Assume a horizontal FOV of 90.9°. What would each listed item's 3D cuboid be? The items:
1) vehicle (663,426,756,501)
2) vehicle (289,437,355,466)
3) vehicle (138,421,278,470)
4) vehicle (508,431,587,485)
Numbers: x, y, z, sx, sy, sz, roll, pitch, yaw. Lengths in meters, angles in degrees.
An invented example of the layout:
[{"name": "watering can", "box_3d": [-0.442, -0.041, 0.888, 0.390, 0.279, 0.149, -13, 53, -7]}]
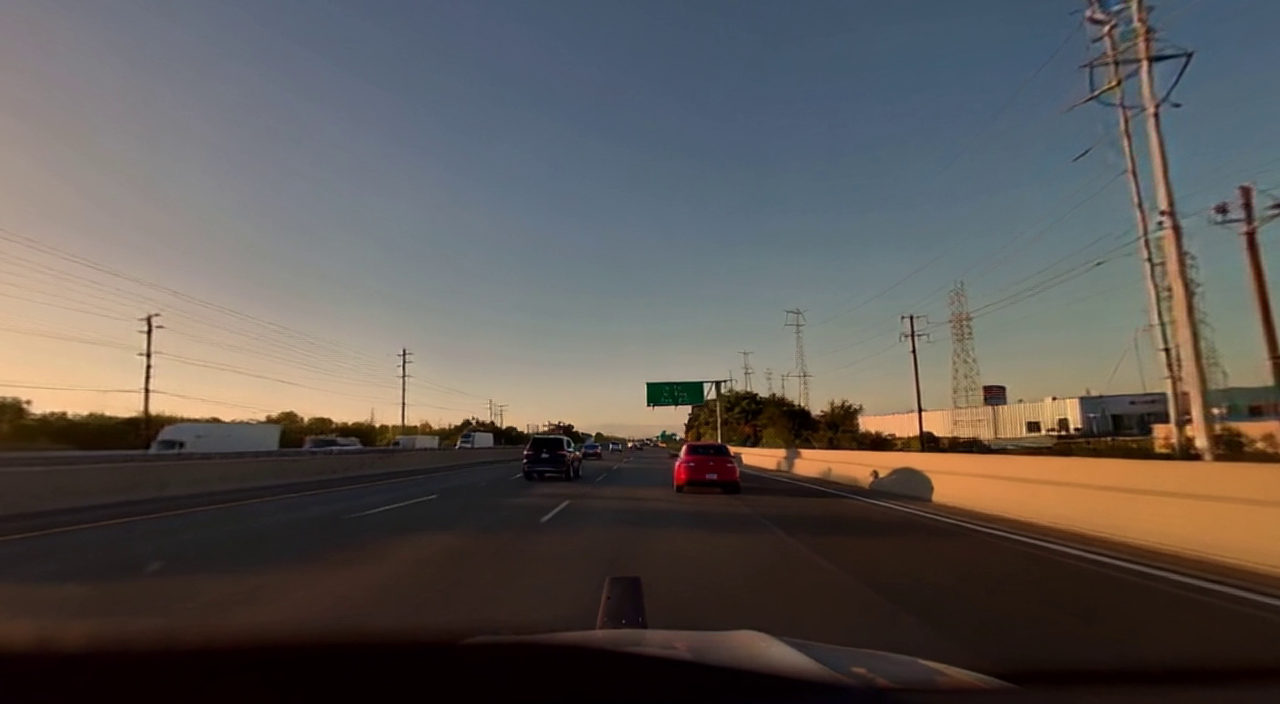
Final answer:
[{"name": "vehicle", "box_3d": [1.686, 2.899, 16.793, 2.134, 1.733, 4.049, 0, -8, 2]}, {"name": "vehicle", "box_3d": [-22.894, 7.149, 45.592, 2.258, 1.959, 4.897, 0, -8, -1]}, {"name": "vehicle", "box_3d": [-32.608, 7.193, 48.510, 2.955, 3.302, 11.152, 0, -8, -1]}, {"name": "vehicle", "box_3d": [-3.224, 3.812, 23.024, 2.125, 1.764, 4.393, 0, -8, 1]}]
